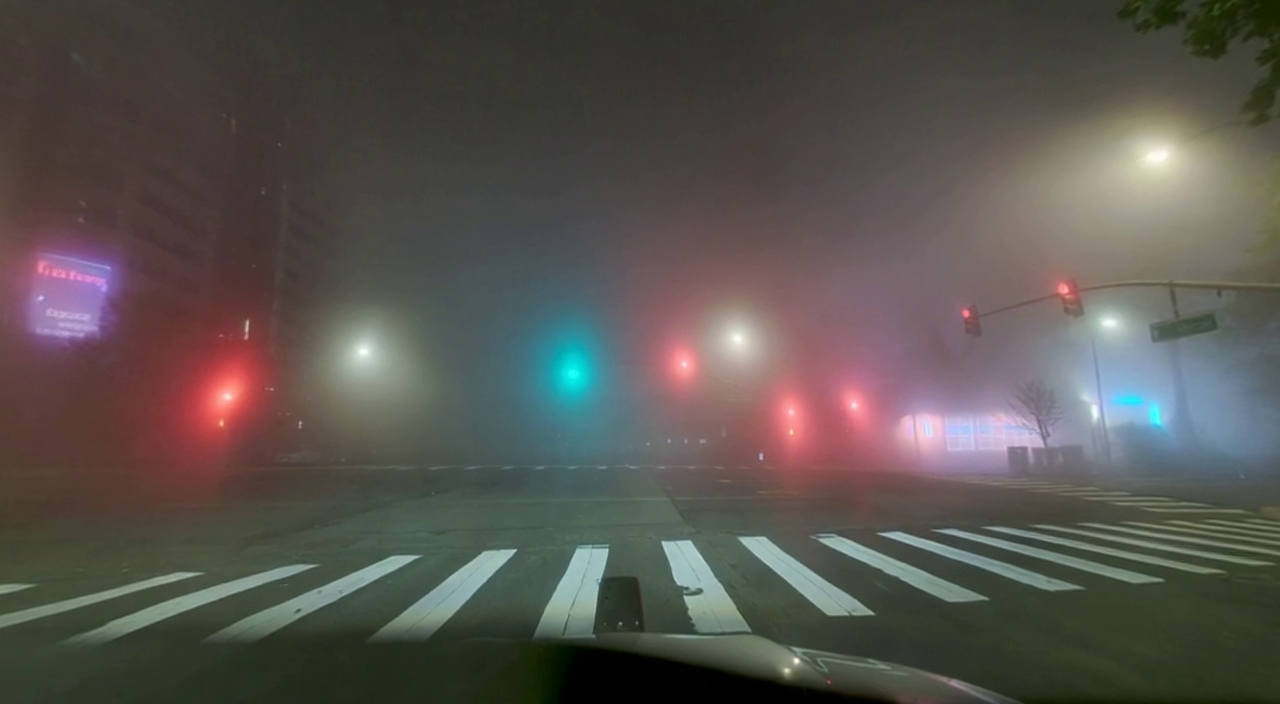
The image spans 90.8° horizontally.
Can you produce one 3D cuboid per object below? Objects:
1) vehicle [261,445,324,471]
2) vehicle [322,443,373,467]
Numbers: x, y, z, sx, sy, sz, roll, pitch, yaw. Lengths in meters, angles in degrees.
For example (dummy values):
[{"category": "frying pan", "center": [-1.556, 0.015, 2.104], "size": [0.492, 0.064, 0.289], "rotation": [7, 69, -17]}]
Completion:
[{"category": "vehicle", "center": [-21.837, 6.660, 39.869], "size": [2.005, 1.496, 4.020], "rotation": [1, -8, -7]}, {"category": "vehicle", "center": [-22.398, 7.912, 48.601], "size": [2.023, 1.706, 4.756], "rotation": [1, -8, -6]}]
